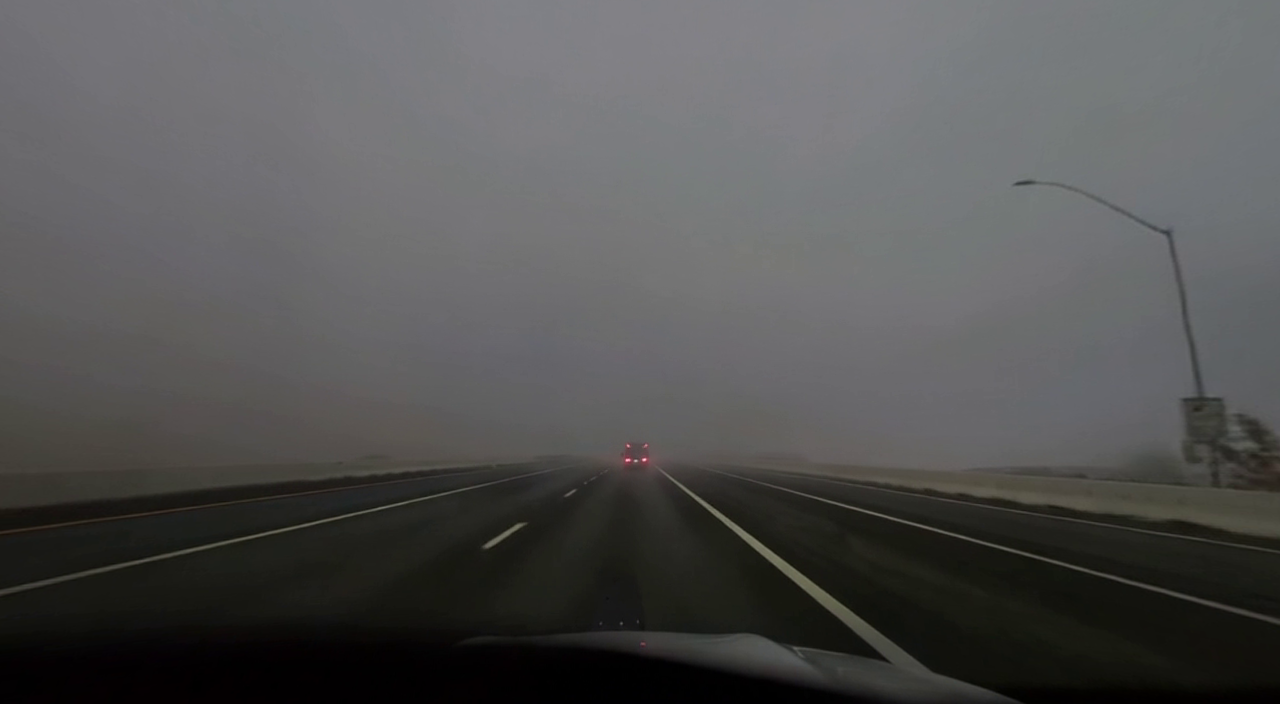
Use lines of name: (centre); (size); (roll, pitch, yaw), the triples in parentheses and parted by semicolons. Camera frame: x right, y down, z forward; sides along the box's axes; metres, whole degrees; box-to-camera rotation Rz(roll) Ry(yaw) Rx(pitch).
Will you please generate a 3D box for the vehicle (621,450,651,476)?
vehicle: (-0.226, 6.622, 37.801); (1.695, 1.437, 3.506); (0, -9, 1)
